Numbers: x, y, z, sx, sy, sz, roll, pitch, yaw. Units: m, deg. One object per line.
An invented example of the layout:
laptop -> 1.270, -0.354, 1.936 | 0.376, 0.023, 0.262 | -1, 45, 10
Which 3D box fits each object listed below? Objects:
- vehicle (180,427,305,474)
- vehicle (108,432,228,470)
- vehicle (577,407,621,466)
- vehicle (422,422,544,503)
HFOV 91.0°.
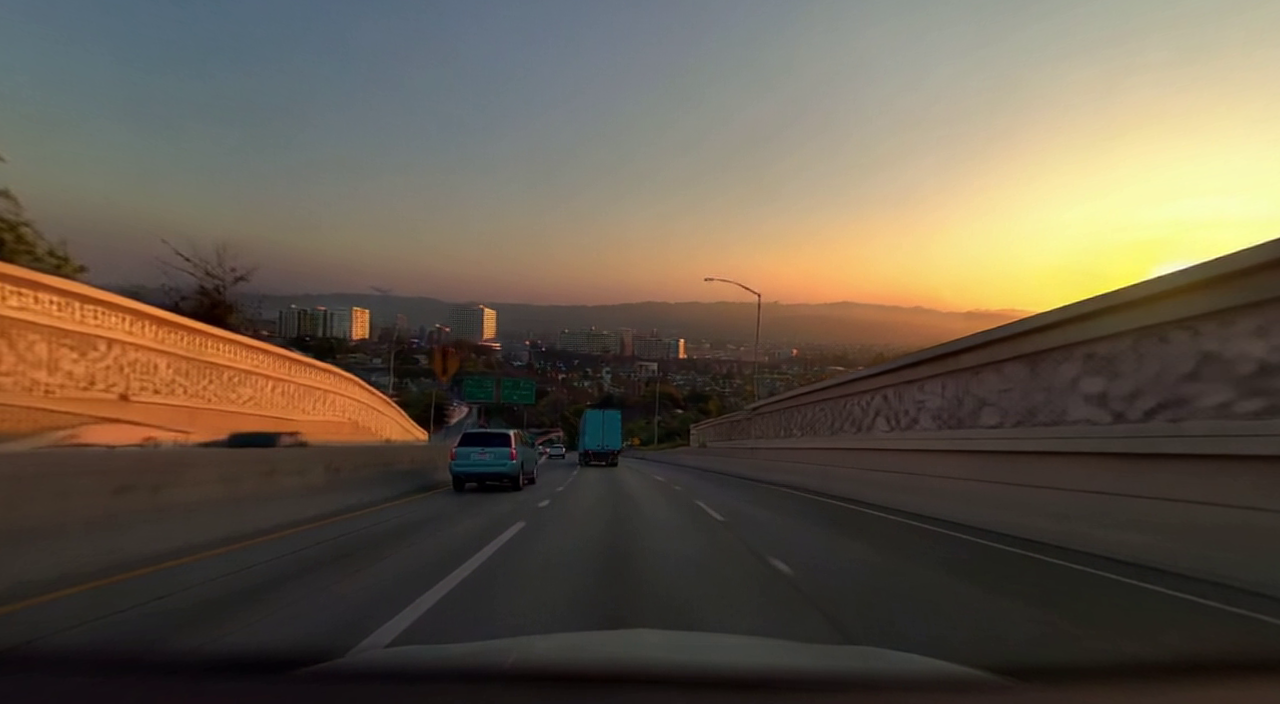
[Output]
vehicle -> -13.881, 3.493, 22.332 | 1.829, 1.490, 4.148 | 1, -9, -2
vehicle -> -20.386, 4.309, 27.479 | 1.926, 1.488, 4.413 | 1, -9, -2
vehicle -> -3.293, 6.740, 49.643 | 2.959, 3.975, 12.918 | 1, -9, -4
vehicle -> -3.745, 2.732, 15.925 | 2.041, 1.734, 4.391 | 1, -9, -2
